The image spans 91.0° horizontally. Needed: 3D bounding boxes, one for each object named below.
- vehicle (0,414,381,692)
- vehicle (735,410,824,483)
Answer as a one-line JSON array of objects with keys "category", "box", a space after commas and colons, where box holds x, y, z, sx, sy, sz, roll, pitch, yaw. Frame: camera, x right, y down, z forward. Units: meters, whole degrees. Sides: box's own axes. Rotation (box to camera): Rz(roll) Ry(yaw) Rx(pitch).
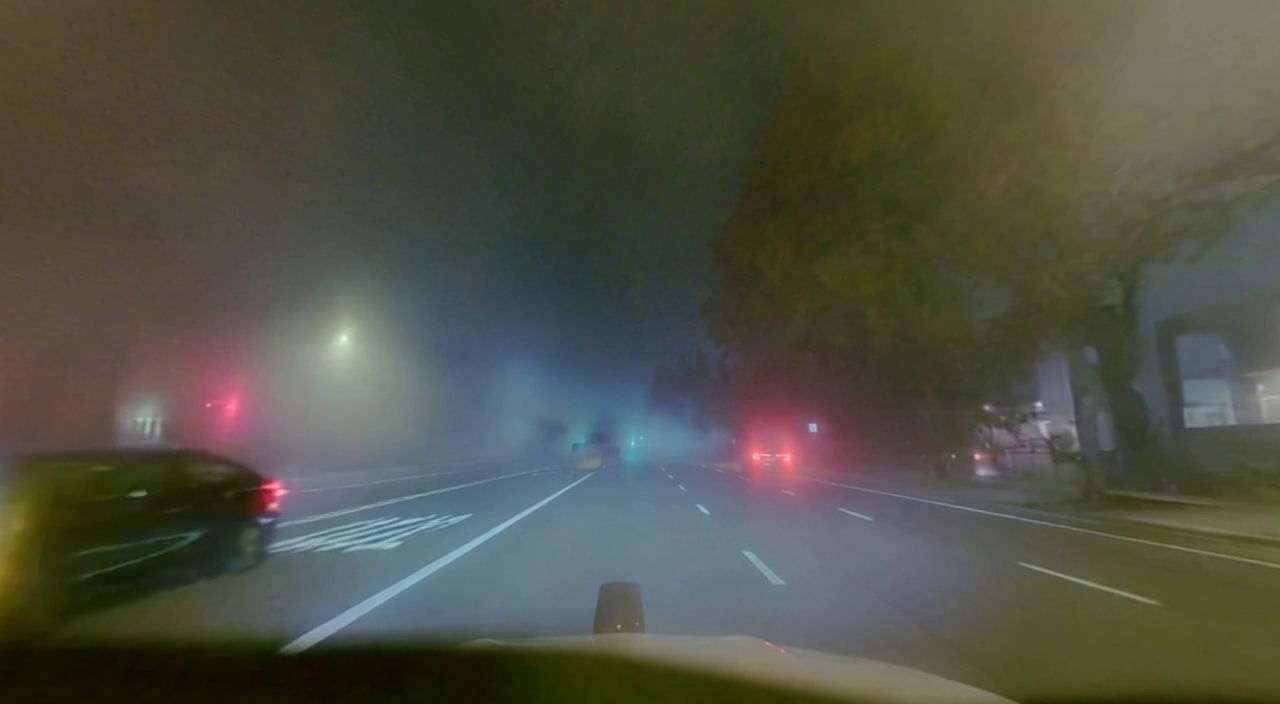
[{"category": "vehicle", "box": [-4.333, 1.476, 5.801, 2.003, 1.539, 4.396, -1, -9, 0]}, {"category": "vehicle", "box": [6.689, 4.731, 31.496, 2.802, 3.208, 7.459, 0, -9, 0]}]
